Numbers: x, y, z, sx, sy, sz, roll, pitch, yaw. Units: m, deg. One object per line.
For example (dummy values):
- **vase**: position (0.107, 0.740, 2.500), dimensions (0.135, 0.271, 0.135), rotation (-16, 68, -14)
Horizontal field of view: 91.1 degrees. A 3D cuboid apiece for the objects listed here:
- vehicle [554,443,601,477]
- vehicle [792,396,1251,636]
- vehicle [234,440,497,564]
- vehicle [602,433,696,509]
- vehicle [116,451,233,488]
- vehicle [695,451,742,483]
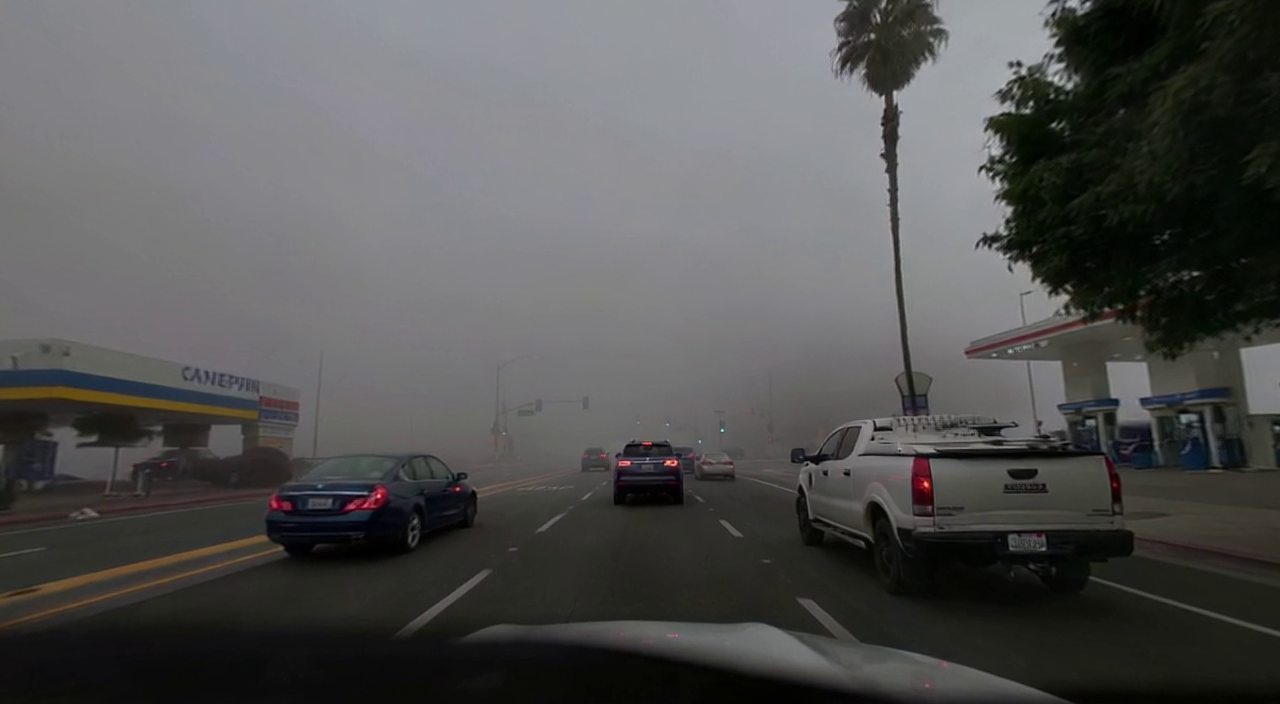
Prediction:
- **vehicle**: position (-3.491, 6.144, 35.955), dimensions (2.071, 1.811, 4.605), rotation (0, -8, 2)
- **vehicle**: position (3.601, 1.664, 7.654), dimensions (2.120, 1.828, 5.531), rotation (0, -8, 0)
- **vehicle**: position (-3.927, 2.203, 10.140), dimensions (1.983, 1.502, 4.720), rotation (0, -8, 2)
- **vehicle**: position (0.255, 3.298, 18.050), dimensions (2.295, 1.835, 5.471), rotation (0, -8, 1)
- **vehicle**: position (-29.239, 7.356, 39.832), dimensions (2.543, 2.092, 6.613), rotation (0, -8, -2)
- **vehicle**: position (3.833, 5.668, 31.191), dimensions (1.901, 1.401, 3.965), rotation (0, -8, 1)
